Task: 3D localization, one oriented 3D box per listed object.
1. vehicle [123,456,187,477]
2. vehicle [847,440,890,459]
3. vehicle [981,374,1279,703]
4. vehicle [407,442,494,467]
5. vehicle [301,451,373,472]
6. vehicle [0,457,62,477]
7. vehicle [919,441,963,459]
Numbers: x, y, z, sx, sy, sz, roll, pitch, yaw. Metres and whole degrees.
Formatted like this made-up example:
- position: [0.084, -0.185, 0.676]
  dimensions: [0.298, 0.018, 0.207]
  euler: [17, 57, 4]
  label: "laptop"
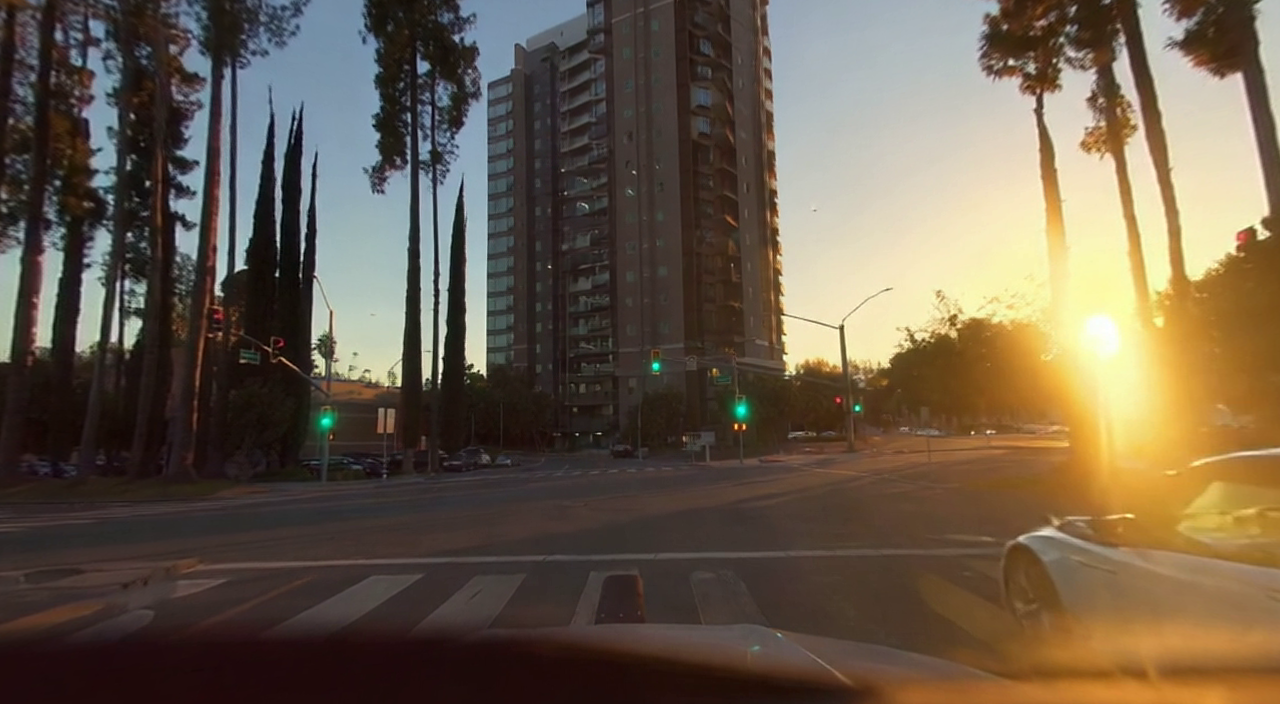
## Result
- position: [-36.373, 8.583, 47.503]
  dimensions: [1.709, 1.410, 3.945]
  euler: [0, -9, -1]
  label: "vehicle"
- position: [17.999, 7.713, 49.870]
  dimensions: [1.970, 1.449, 3.604]
  euler: [0, -9, 0]
  label: "vehicle"
- position: [3.304, 0.828, 2.158]
  dimensions: [1.903, 1.529, 4.254]
  euler: [0, -9, 0]
  label: "vehicle"
- position: [-14.715, 7.978, 49.305]
  dimensions: [6.021, 1.868, 2.172]
  euler: [0, -9, 1]
  label: "vehicle"
- position: [-21.778, 7.875, 45.570]
  dimensions: [4.207, 1.508, 1.875]
  euler: [0, -9, 2]
  label: "vehicle"
- position: [-46.228, 8.690, 47.864]
  dimensions: [1.627, 1.392, 3.330]
  euler: [0, -9, -1]
  label: "vehicle"
- position: [23.680, 7.768, 49.877]
  dimensions: [1.817, 1.361, 3.253]
  euler: [0, -9, -1]
  label: "vehicle"
